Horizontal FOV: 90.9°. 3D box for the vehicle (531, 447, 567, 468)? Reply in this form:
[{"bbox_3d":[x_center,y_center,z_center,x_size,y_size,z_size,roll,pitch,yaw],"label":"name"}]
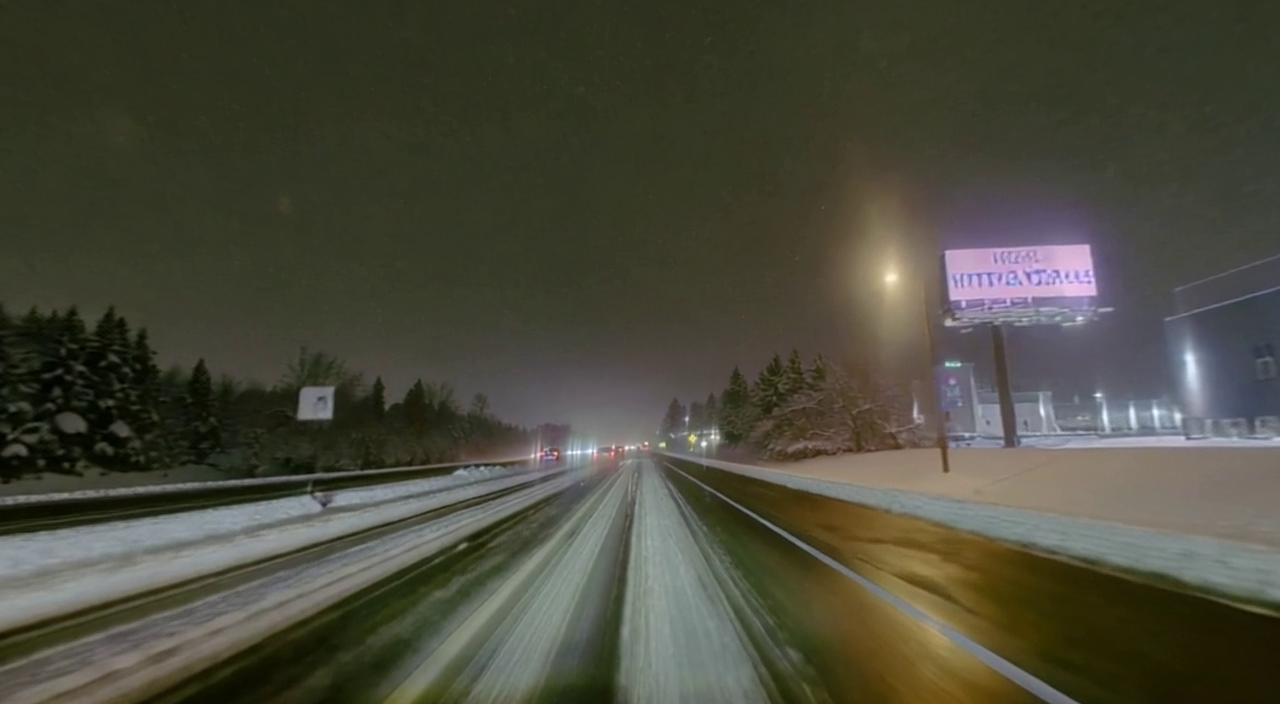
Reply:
[{"bbox_3d":[-6.604,7.670,46.186,1.936,1.462,4.388,0,-8,0],"label":"vehicle"}]
